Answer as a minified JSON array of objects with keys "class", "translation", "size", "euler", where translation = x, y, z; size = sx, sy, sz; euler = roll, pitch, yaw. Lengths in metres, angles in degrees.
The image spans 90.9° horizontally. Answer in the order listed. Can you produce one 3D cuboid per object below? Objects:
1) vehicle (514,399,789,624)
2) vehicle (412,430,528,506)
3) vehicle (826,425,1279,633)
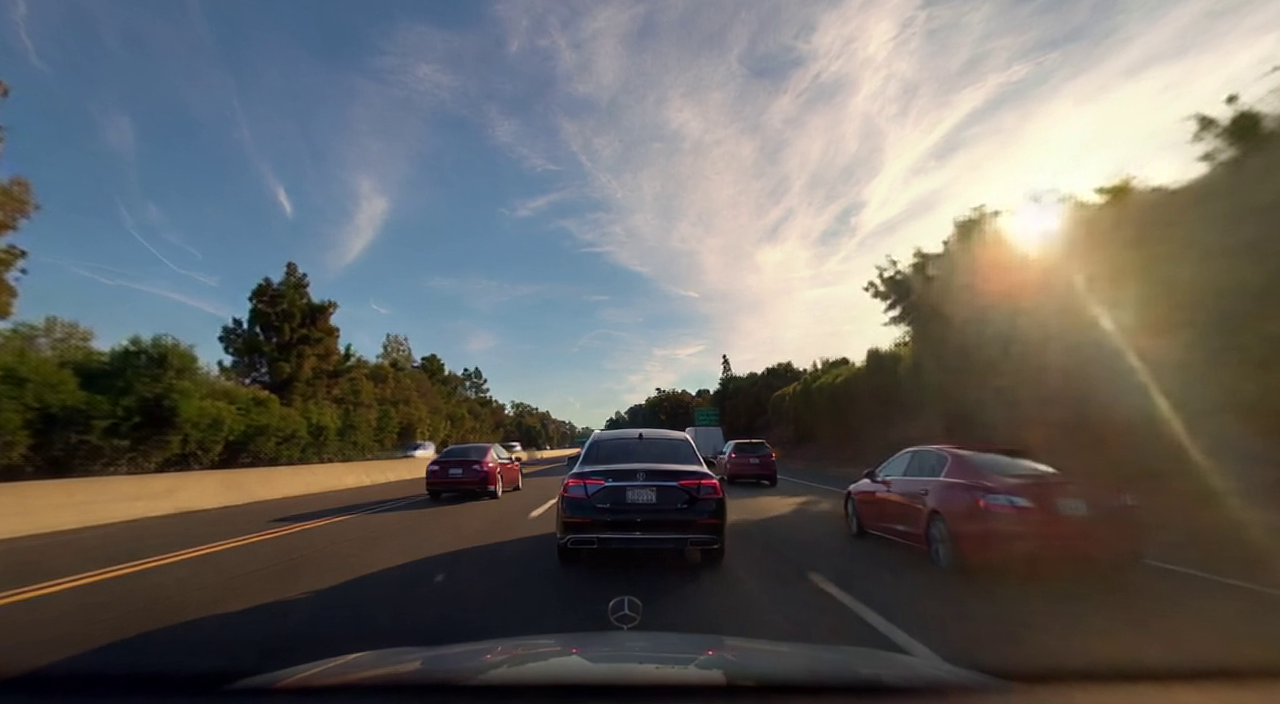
[{"class":"vehicle","translation":[0.028,1.508,6.792],"size":[2.093,1.695,3.782],"euler":[0,-9,-2]},{"class":"vehicle","translation":[-4.252,2.969,16.450],"size":[1.890,1.708,3.844],"euler":[0,-9,0]},{"class":"vehicle","translation":[3.682,1.592,6.728],"size":[1.953,1.434,4.511],"euler":[0,-9,-1]}]
